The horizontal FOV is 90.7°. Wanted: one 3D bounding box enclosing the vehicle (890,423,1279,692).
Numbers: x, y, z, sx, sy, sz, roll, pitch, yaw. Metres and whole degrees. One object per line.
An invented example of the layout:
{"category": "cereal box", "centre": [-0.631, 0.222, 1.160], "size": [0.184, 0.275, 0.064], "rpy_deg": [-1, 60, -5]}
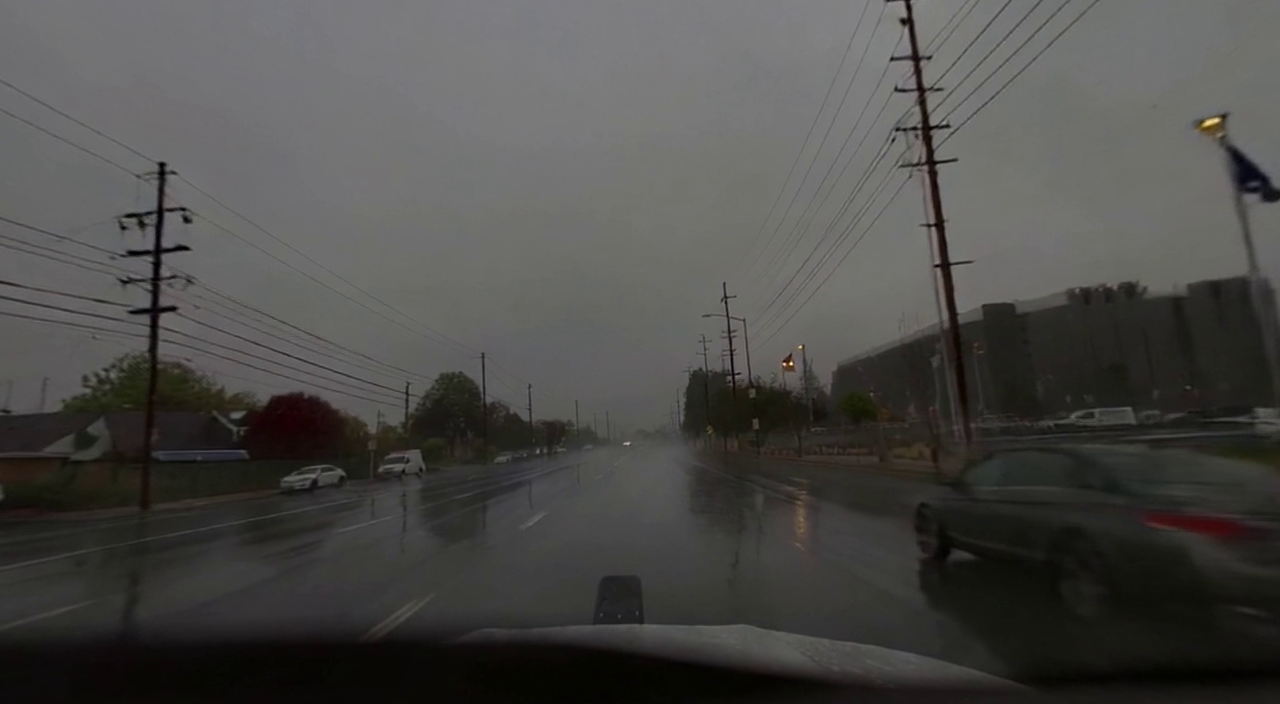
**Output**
{"category": "vehicle", "centre": [4.190, 1.439, 5.727], "size": [2.002, 1.459, 4.357], "rpy_deg": [-1, -8, -1]}

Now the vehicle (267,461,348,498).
{"category": "vehicle", "centre": [-17.682, 6.762, 33.885], "size": [1.931, 1.501, 4.564], "rpy_deg": [-6, -9, -1]}

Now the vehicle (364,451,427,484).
{"category": "vehicle", "centre": [-17.674, 8.305, 46.085], "size": [2.228, 1.969, 5.694], "rpy_deg": [-7, -9, 0]}
